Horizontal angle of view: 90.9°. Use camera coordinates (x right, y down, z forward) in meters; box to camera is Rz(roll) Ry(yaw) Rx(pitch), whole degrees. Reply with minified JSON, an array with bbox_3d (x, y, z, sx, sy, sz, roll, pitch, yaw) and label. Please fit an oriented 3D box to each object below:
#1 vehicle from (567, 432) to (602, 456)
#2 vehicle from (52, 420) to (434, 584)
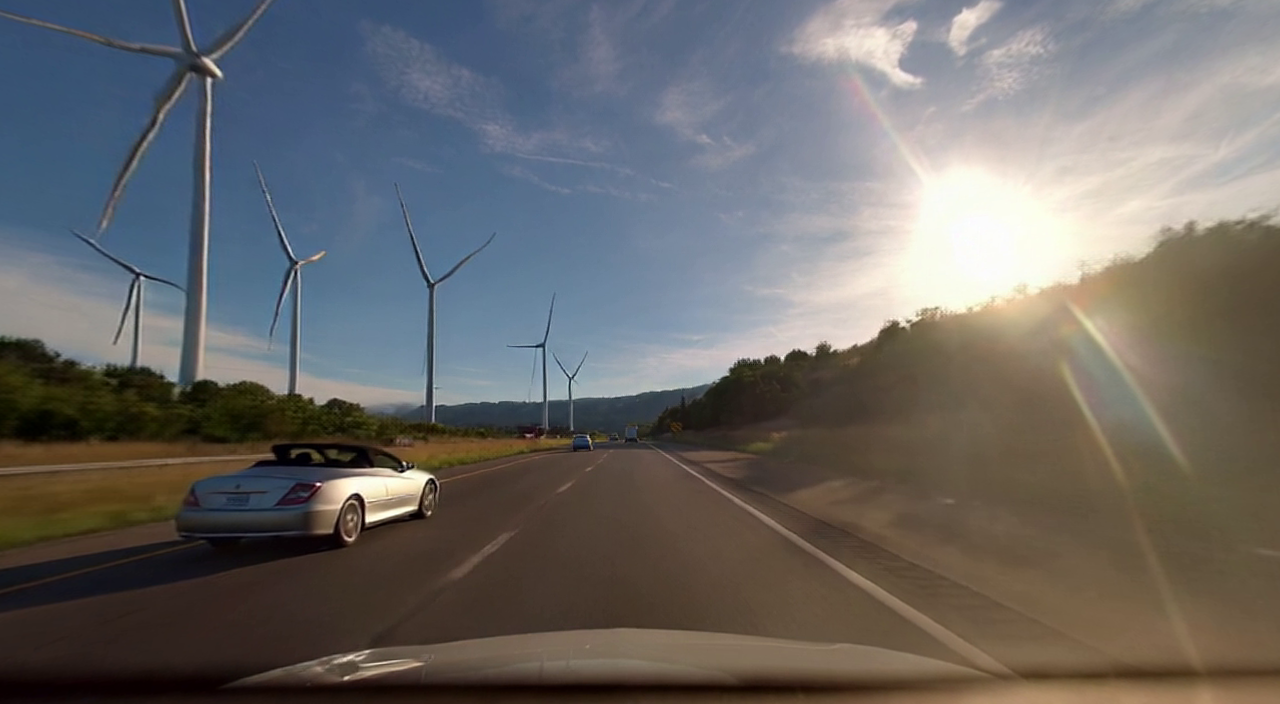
[{"bbox_3d":[-3.621,6.058,41.542,2.024,1.456,3.754,0,-8,-1],"label":"vehicle"},{"bbox_3d":[-4.158,1.597,7.648,1.969,1.413,4.194,0,-8,-1],"label":"vehicle"}]
